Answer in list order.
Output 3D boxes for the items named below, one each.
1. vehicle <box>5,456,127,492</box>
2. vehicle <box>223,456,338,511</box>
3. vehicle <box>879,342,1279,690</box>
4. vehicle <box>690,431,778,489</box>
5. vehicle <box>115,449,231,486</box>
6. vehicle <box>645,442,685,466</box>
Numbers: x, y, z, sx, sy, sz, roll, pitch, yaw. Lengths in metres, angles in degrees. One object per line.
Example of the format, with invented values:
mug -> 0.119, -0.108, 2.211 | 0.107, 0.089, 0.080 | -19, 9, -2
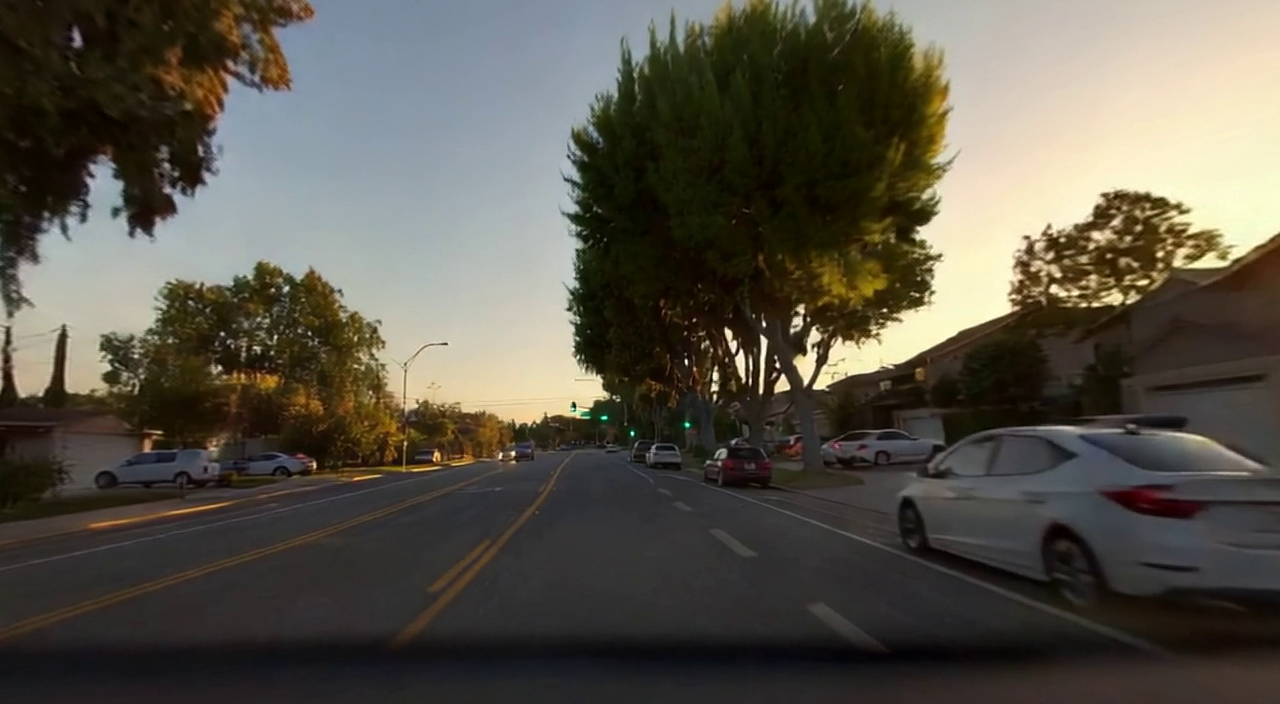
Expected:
vehicle -> -30.670, 6.511, 33.749 | 4.320, 1.728, 2.107 | 1, -8, -3
vehicle -> -12.654, 4.590, 22.481 | 1.932, 1.468, 4.305 | -5, -8, -5
vehicle -> 4.458, 1.360, 6.059 | 2.385, 1.932, 4.949 | 4, -9, 0
vehicle -> 3.282, 3.894, 23.175 | 2.348, 1.804, 5.207 | 2, -8, -1
vehicle -> -25.324, 6.272, 34.266 | 4.552, 1.857, 1.950 | 1, -8, -4
vehicle -> 1.717, 7.282, 45.151 | 2.350, 1.579, 4.765 | 2, -8, -4
